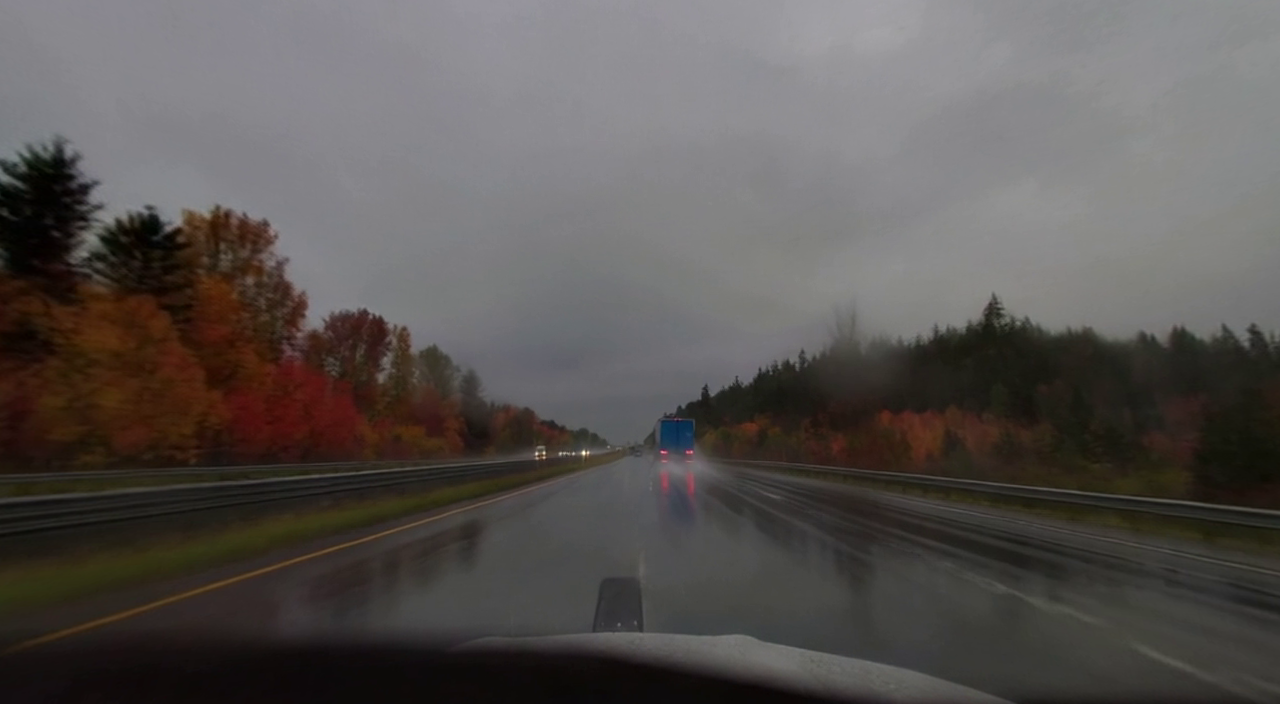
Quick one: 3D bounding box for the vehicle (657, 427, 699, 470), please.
[{"bbox_3d":[2.750,7.311,47.289,2.697,2.980,6.749,0,-9,0],"label":"vehicle"}]
